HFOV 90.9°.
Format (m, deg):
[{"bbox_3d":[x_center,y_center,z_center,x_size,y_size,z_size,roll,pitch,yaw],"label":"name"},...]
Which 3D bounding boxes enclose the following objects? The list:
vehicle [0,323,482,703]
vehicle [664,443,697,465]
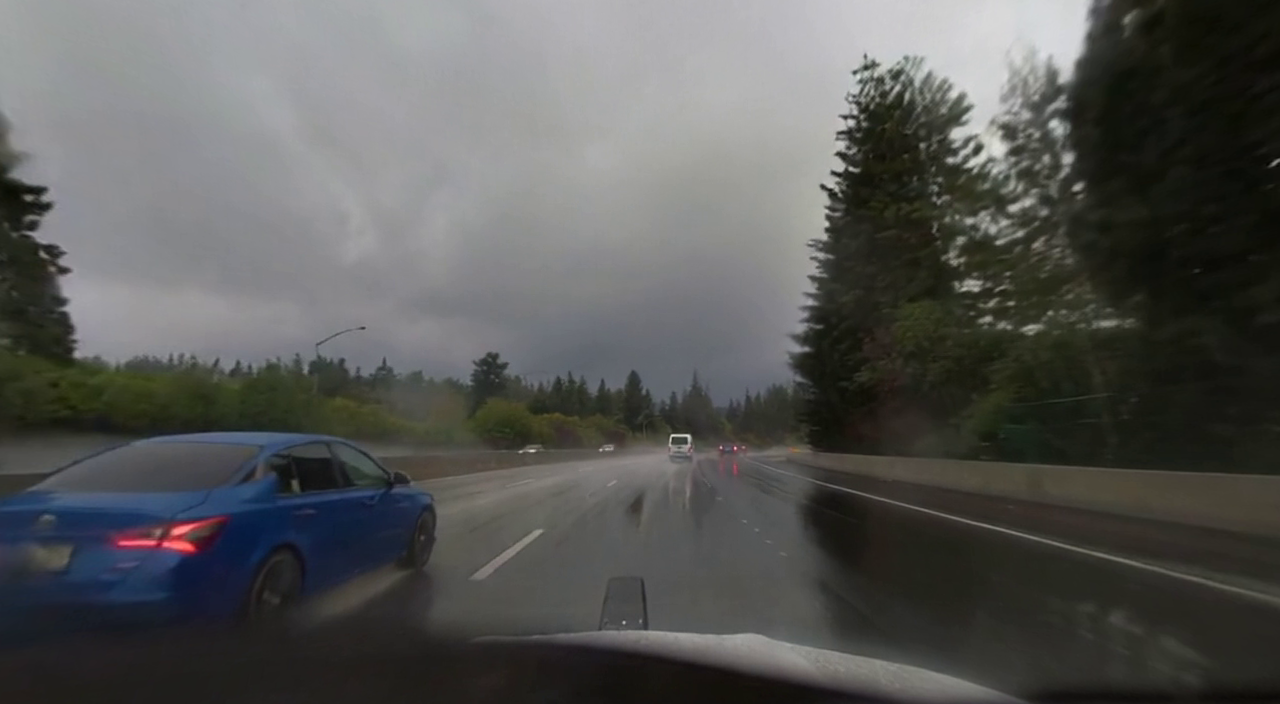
[{"bbox_3d":[-3.032,1.142,5.051,2.185,1.823,4.854,0,-9,1],"label":"vehicle"},{"bbox_3d":[2.861,7.198,44.435,2.158,1.458,3.656,-1,-9,4],"label":"vehicle"}]
